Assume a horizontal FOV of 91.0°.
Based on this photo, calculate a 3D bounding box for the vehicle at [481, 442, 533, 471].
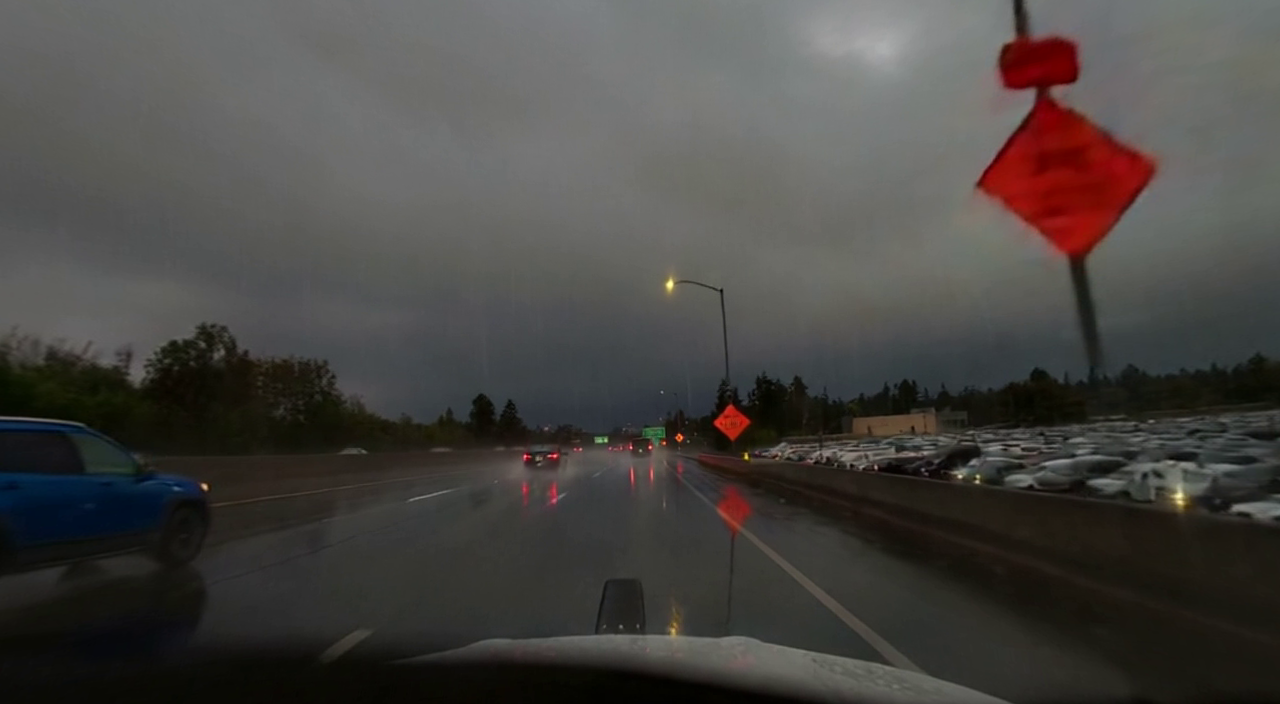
[{"bbox_3d":[-7.527,5.985,36.178,1.991,1.538,4.360,0,-8,1],"label":"vehicle"}]

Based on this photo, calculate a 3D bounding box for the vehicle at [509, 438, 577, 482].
[{"bbox_3d":[-3.953,4.476,26.333,2.070,1.665,4.213,0,-8,1],"label":"vehicle"}]

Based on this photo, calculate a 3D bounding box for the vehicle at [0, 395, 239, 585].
[{"bbox_3d":[-7.225,1.429,6.806,2.159,1.807,5.422,0,-8,1],"label":"vehicle"}]
